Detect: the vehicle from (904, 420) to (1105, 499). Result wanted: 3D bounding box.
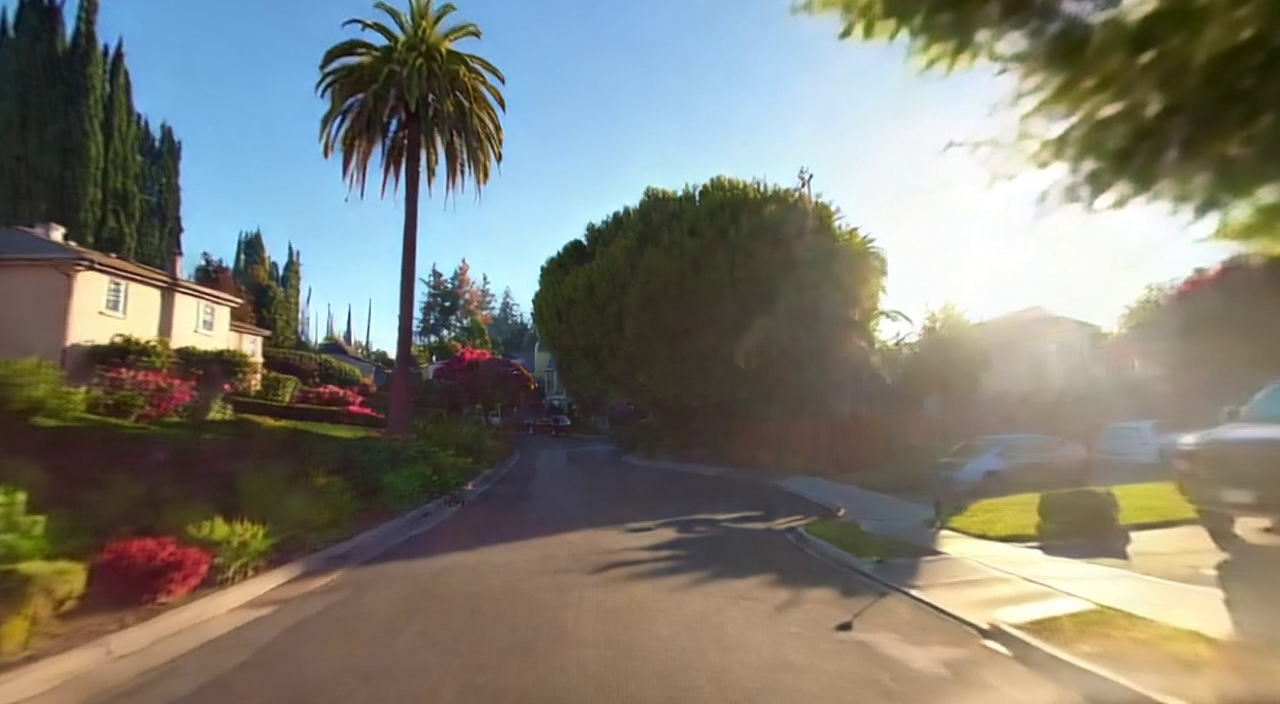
[{"bbox_3d":[10.067,2.988,17.546,4.443,1.948,2.230,2,-12,-18],"label":"vehicle"}]

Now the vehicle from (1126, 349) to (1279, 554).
[{"bbox_3d":[9.839,1.237,7.869,6.615,2.137,2.578,3,-10,-20],"label":"vehicle"}]

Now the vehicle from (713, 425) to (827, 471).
[{"bbox_3d":[6.754,5.057,32.675,5.663,1.913,2.170,8,-14,-27],"label":"vehicle"}]
